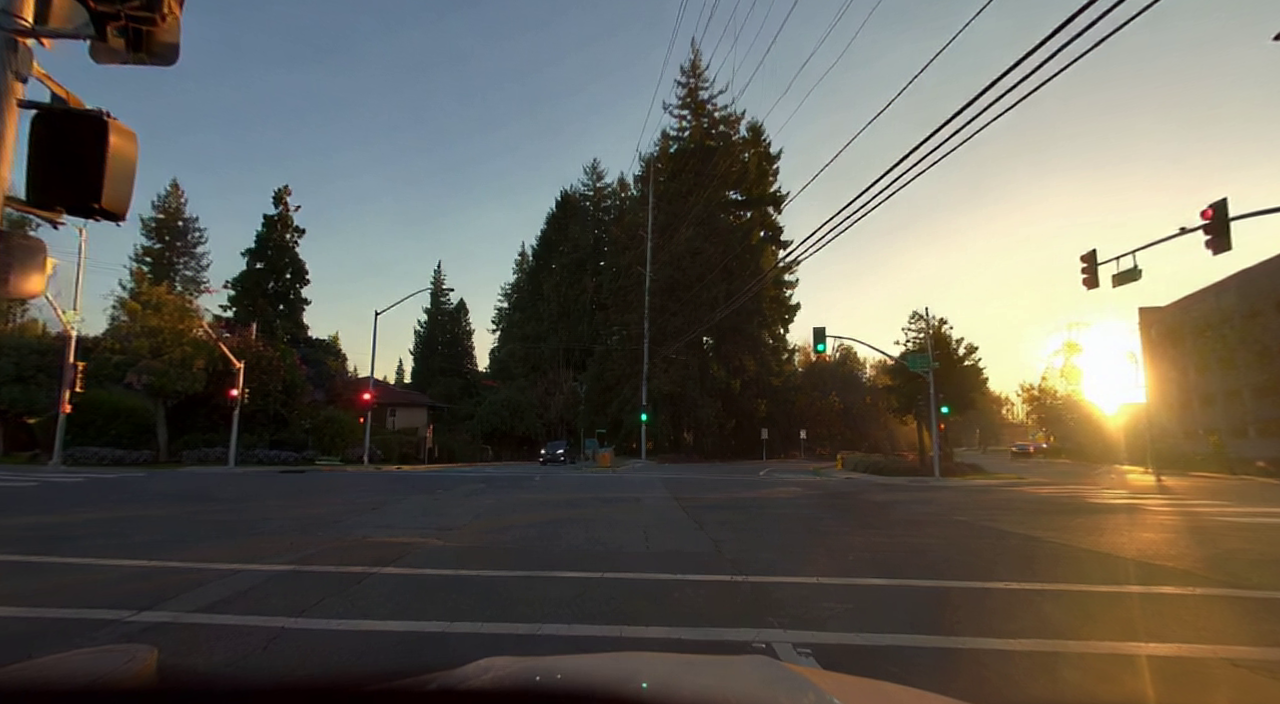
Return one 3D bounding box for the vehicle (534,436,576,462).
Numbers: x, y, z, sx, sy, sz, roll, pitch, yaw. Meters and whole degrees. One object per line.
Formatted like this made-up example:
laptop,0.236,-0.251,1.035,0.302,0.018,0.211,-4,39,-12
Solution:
vehicle,-6.040,7.018,45.706,2.234,1.796,5.416,0,-8,1
